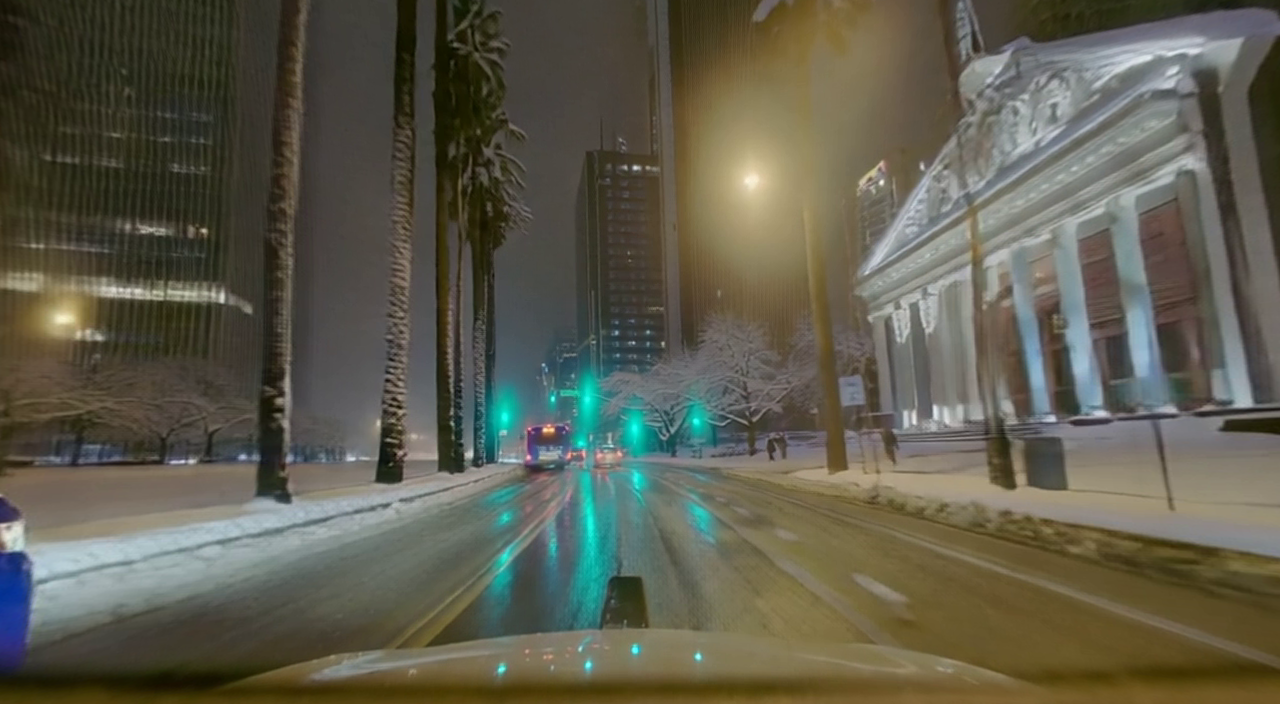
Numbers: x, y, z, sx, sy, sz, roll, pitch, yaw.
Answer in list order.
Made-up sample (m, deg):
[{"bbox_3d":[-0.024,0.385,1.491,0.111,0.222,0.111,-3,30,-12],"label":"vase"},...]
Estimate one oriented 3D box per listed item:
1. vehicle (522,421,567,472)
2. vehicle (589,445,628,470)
[{"bbox_3d":[-6.276,6.329,42.357,2.678,3.042,8.474,1,-8,-7],"label":"vehicle"},{"bbox_3d":[-1.996,6.496,39.041,2.107,1.481,4.097,1,-8,-7],"label":"vehicle"}]
